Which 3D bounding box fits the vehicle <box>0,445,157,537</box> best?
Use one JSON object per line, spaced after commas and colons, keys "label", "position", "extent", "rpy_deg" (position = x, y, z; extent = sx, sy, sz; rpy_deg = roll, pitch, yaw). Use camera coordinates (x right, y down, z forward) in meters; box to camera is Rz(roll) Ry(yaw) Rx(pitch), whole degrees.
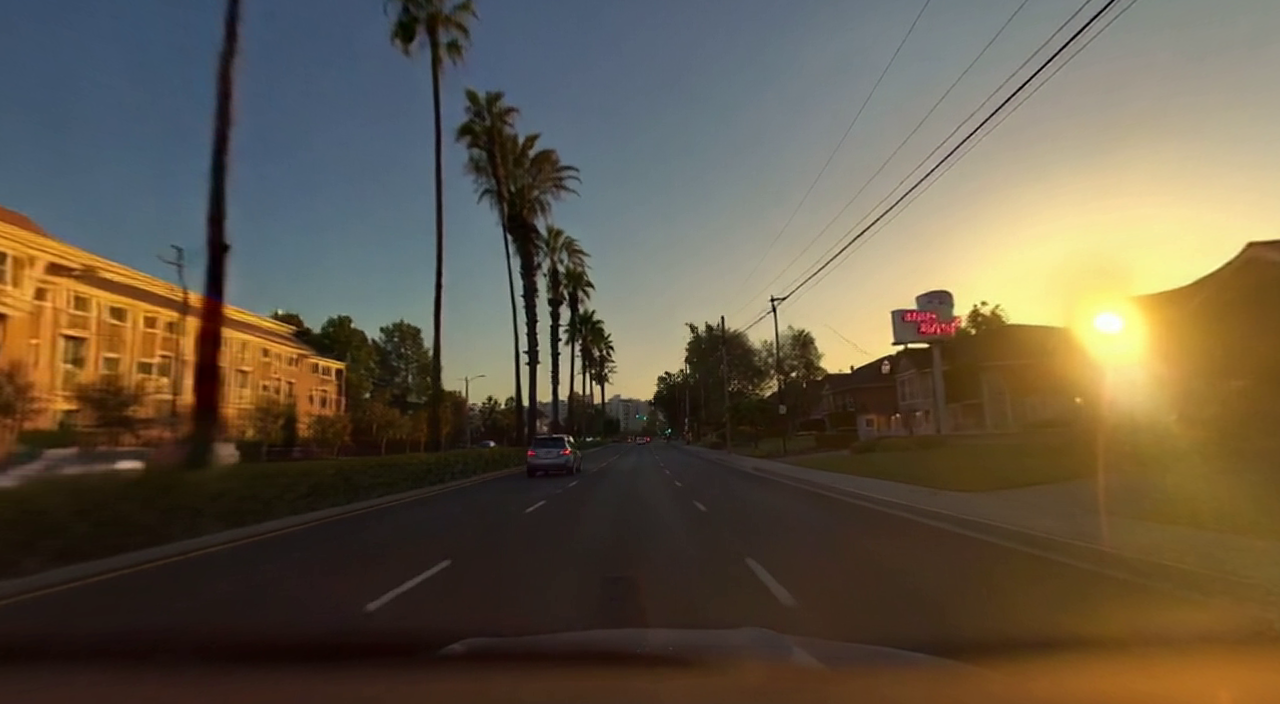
{"label": "vehicle", "position": [-11.347, 2.426, 11.369], "extent": [1.930, 1.480, 4.115], "rpy_deg": [0, -8, 1]}

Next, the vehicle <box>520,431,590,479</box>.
{"label": "vehicle", "position": [-3.208, 4.021, 24.904], "extent": [2.062, 1.693, 4.669], "rpy_deg": [0, -8, 1]}

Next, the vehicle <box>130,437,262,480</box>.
{"label": "vehicle", "position": [-22.432, 5.402, 32.281], "extent": [2.452, 1.859, 5.964], "rpy_deg": [-3, -9, -1]}
